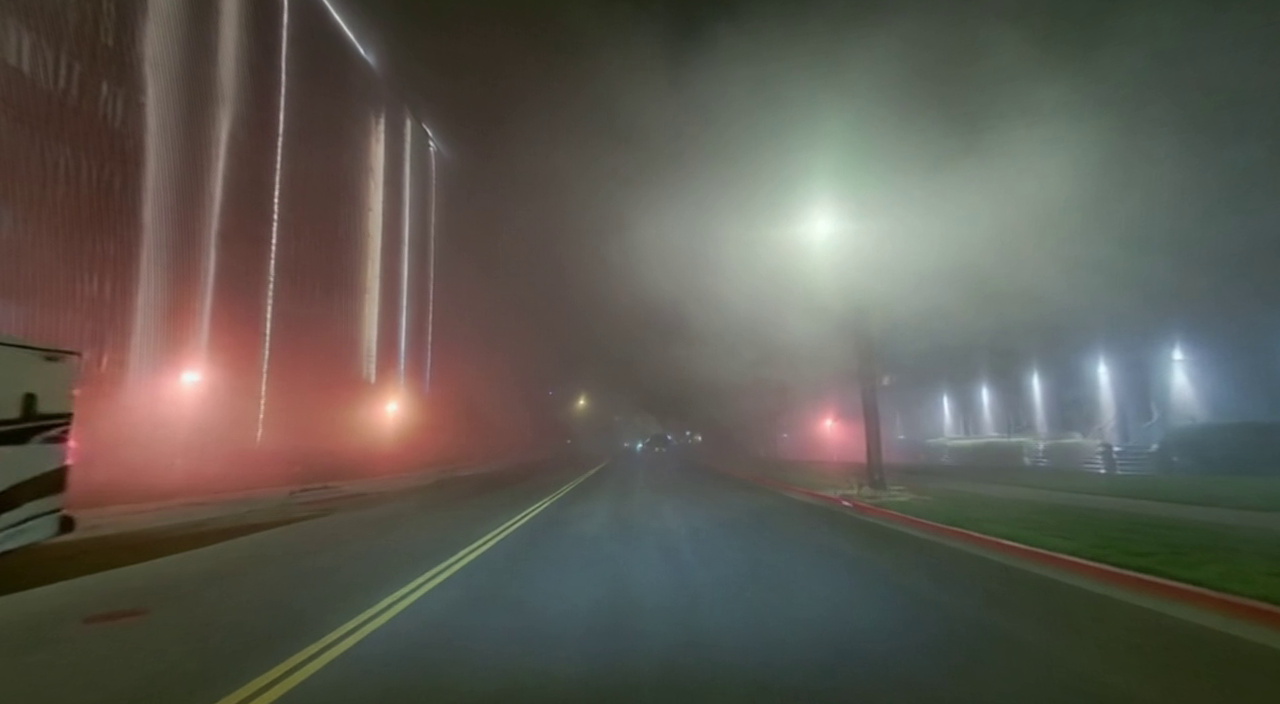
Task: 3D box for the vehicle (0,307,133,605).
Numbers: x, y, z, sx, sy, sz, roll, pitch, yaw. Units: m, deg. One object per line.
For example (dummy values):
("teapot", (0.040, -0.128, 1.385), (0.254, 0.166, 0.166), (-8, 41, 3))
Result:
("vehicle", (-7.436, 0.610, 3.293), (3.108, 2.771, 7.999), (1, -8, -2))
